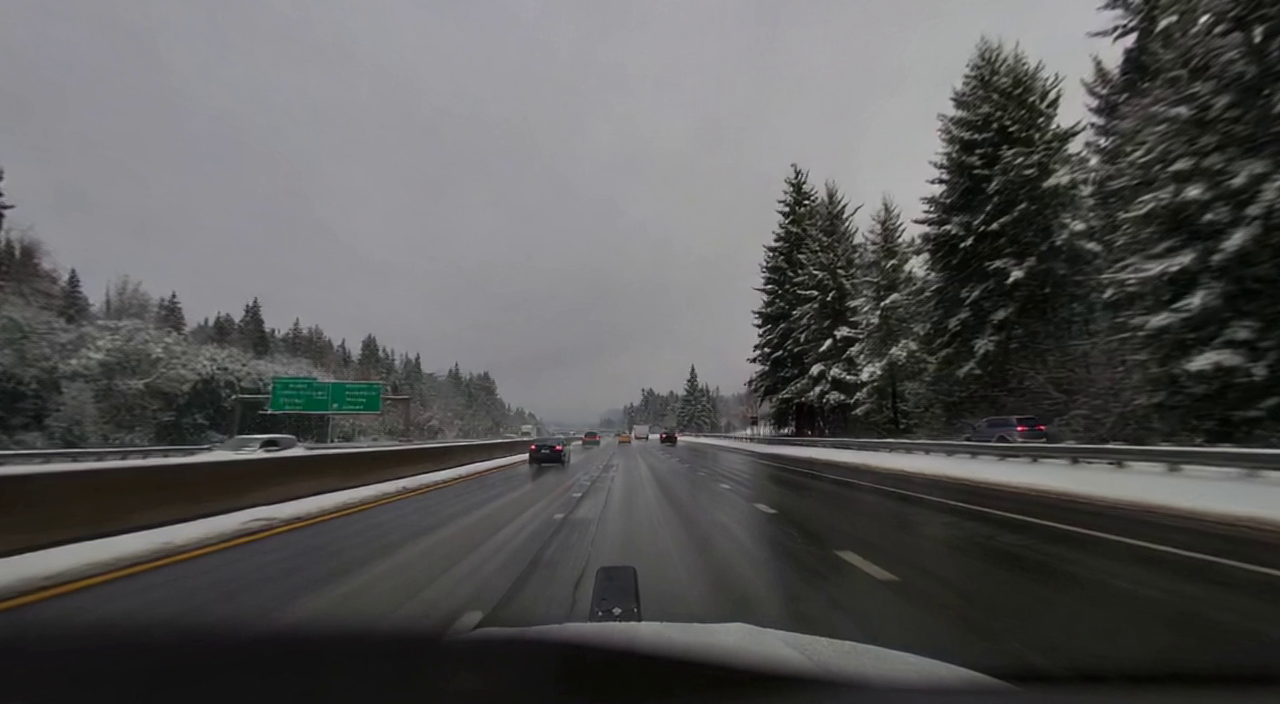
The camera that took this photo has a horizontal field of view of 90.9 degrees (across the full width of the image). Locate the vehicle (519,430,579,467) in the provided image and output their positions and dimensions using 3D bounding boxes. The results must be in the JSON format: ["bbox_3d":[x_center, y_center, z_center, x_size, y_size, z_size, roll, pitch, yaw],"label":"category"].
[{"bbox_3d":[-3.885,4.208,27.583,2.014,1.471,4.380,0,-8,-1],"label":"vehicle"}]

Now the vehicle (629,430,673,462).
[{"bbox_3d":[0.503,4.828,32.520,2.086,1.554,3.875,0,-8,-2],"label":"vehicle"}]

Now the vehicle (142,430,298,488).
[{"bbox_3d":[-11.798,3.010,18.073,1.797,1.467,3.902,0,-8,-1],"label":"vehicle"}]

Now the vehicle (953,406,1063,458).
[{"bbox_3d":[19.722,4.377,34.218,2.232,2.540,6.015,0,-8,0],"label":"vehicle"}]
